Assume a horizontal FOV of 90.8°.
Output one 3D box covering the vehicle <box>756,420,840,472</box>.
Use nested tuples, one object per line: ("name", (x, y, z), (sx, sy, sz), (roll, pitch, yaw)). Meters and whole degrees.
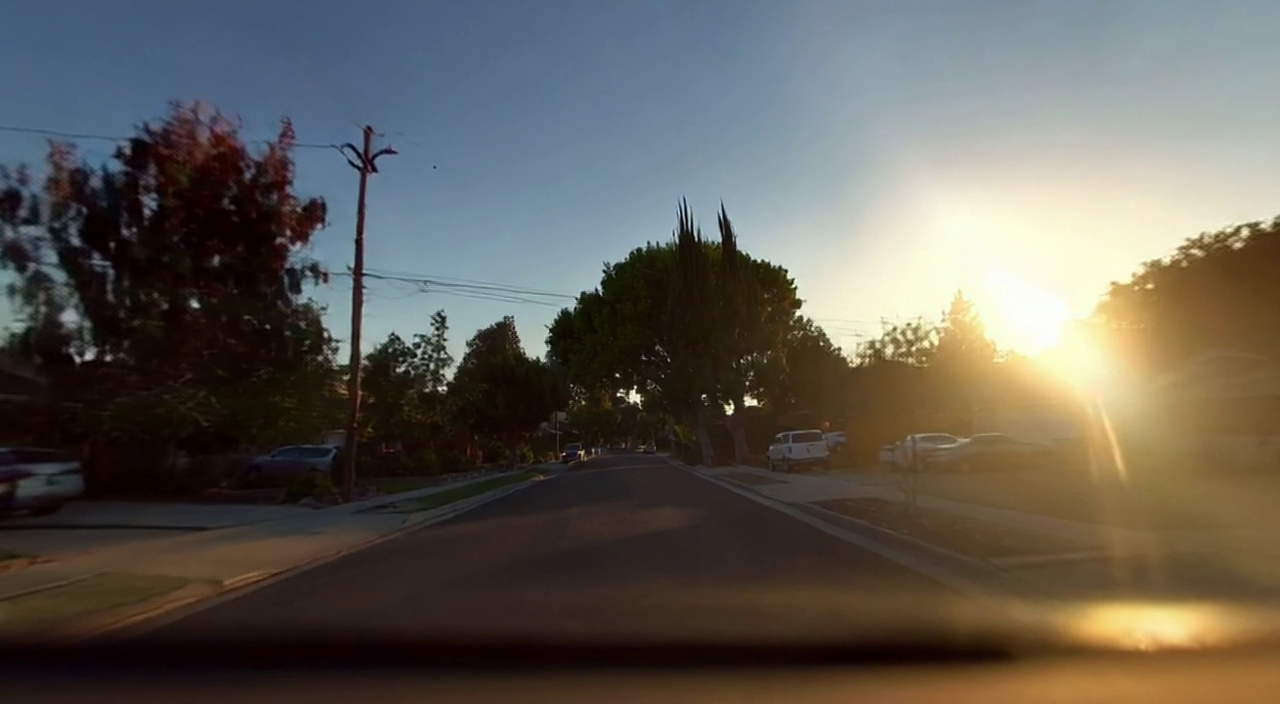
("vehicle", (6.851, 4.161, 28.001), (2.233, 1.923, 4.848), (-4, -8, -2))

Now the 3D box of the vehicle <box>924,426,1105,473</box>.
("vehicle", (12.108, 3.180, 20.663), (4.686, 1.466, 1.869), (0, -8, 0))

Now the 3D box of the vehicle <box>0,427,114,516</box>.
("vehicle", (-15.046, 2.619, 14.066), (4.578, 1.808, 2.162), (0, -8, -4))

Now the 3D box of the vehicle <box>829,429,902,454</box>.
("vehicle", (14.601, 5.838, 41.040), (4.045, 1.570, 1.864), (0, -8, -1))
